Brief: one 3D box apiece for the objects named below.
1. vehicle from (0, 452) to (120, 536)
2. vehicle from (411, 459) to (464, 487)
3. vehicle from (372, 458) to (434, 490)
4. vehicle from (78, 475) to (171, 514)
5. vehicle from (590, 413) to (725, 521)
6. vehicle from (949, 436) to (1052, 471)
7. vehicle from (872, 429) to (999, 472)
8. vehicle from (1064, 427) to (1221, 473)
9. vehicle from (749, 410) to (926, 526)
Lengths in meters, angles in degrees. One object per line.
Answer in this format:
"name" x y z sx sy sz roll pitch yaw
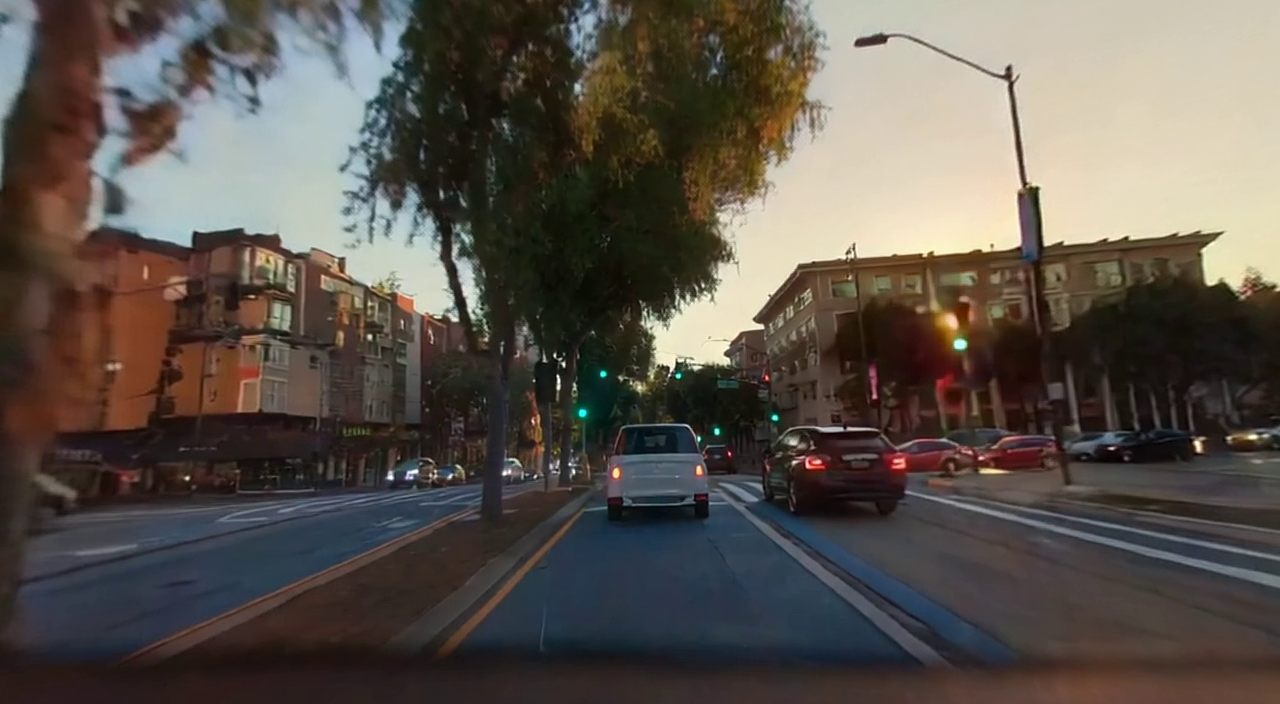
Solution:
"vehicle" -17.624 3.744 16.661 2.267 2.097 6.350 0 -9 1
"vehicle" -13.263 7.961 41.627 2.035 1.619 4.327 0 -9 1
"vehicle" -17.090 8.806 45.846 2.185 1.998 5.820 0 -9 0
"vehicle" -27.520 7.600 33.725 3.416 1.466 1.840 -6 -6 -1
"vehicle" 0.304 2.190 12.439 2.209 1.748 4.130 0 -9 1
"vehicle" 18.987 5.350 33.369 4.279 1.772 1.851 0 -9 0
"vehicle" 14.355 4.829 30.952 5.156 2.005 2.122 -1 -9 7
"vehicle" 18.997 3.735 24.004 4.248 1.642 1.961 0 -9 0
"vehicle" 3.364 2.071 11.685 1.939 1.746 4.091 0 -9 0
